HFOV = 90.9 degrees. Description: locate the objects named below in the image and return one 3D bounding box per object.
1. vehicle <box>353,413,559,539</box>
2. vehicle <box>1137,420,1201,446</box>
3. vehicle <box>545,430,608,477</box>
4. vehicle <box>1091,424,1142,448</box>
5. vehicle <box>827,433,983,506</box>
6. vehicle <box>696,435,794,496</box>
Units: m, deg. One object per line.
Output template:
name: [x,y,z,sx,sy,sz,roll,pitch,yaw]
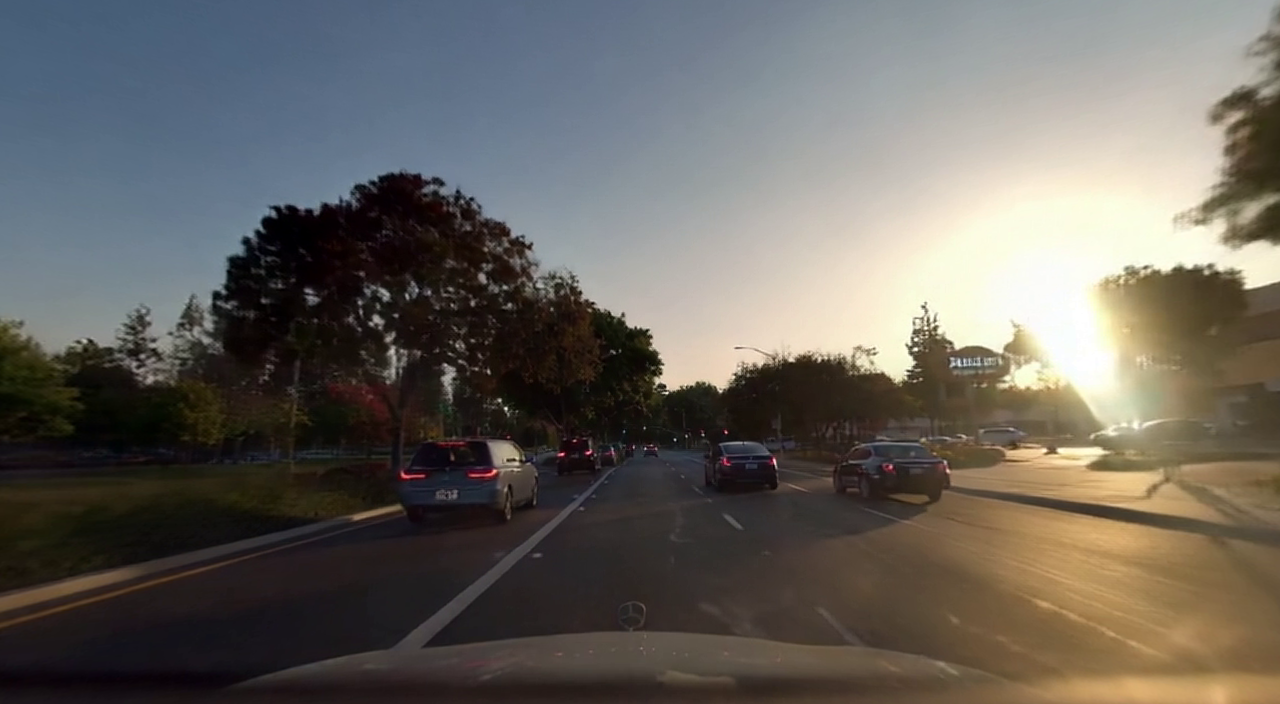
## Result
vehicle: [-2.812,2.041,10.905,2.141,1.719,4.379,0,-9,1]
vehicle: [33.944,5.223,40.544,1.983,1.520,4.391,-3,-9,25]
vehicle: [-2.547,4.225,26.396,2.117,1.799,4.442,0,-9,1]
vehicle: [31.036,5.522,41.168,1.787,1.423,4.347,-4,-10,26]
vehicle: [6.377,2.888,15.908,1.881,1.540,4.750,0,-9,0]
vehicle: [2.815,3.172,17.904,2.004,1.512,4.206,0,-9,0]
